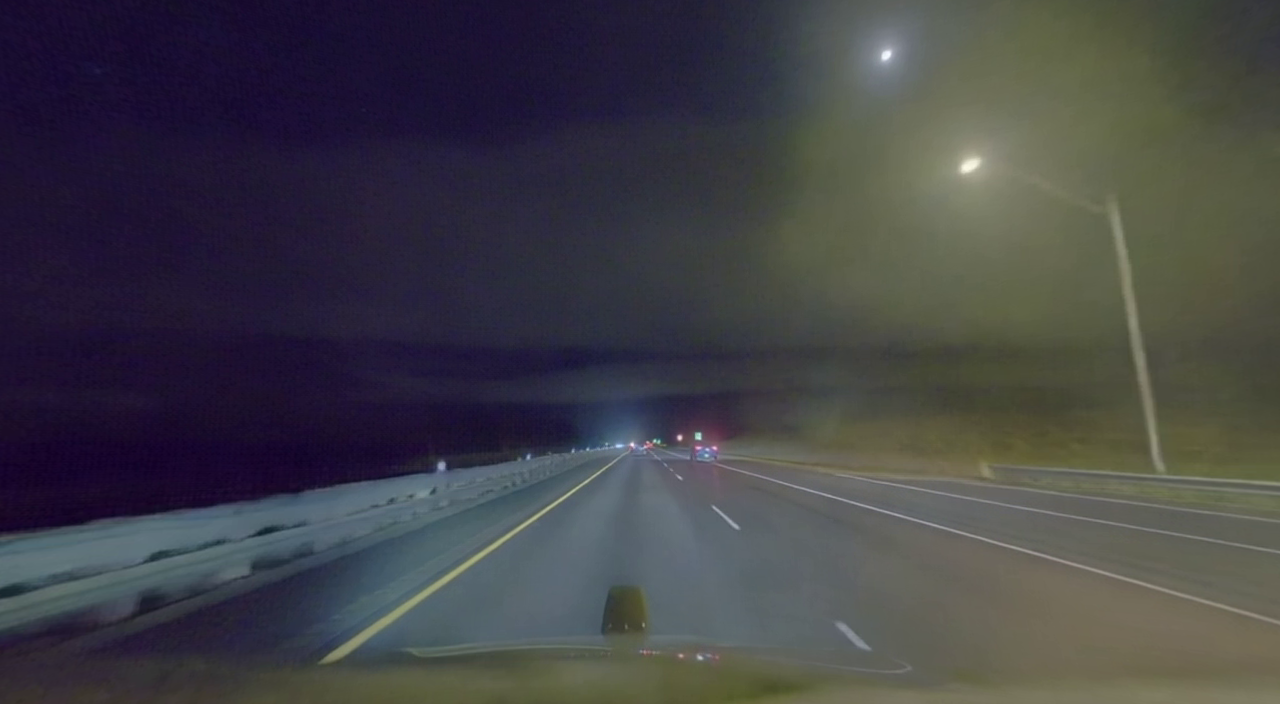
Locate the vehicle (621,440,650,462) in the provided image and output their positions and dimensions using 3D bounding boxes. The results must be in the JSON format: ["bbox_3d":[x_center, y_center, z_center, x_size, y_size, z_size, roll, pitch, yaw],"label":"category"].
[{"bbox_3d":[-0.279,7.288,46.504,2.009,1.554,4.013,0,-8,1],"label":"vehicle"}]

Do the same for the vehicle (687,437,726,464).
[{"bbox_3d":[4.157,6.264,39.993,2.037,1.609,4.036,0,-8,0],"label":"vehicle"}]
